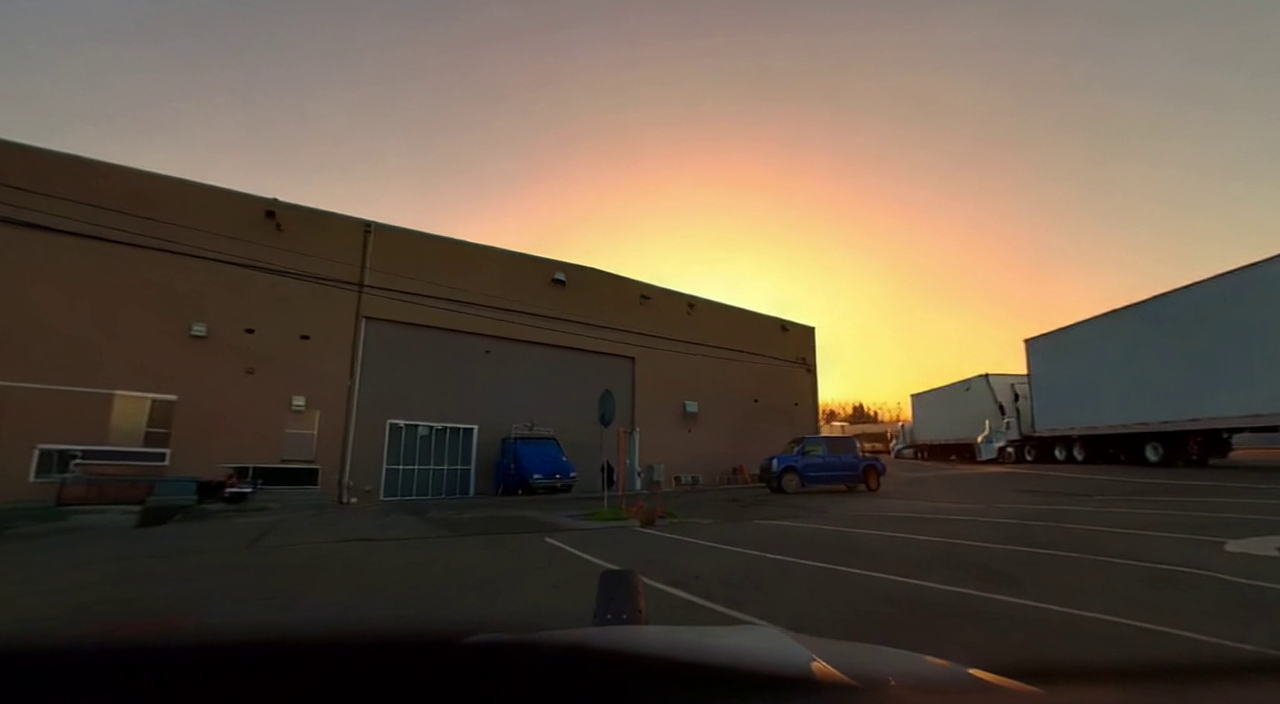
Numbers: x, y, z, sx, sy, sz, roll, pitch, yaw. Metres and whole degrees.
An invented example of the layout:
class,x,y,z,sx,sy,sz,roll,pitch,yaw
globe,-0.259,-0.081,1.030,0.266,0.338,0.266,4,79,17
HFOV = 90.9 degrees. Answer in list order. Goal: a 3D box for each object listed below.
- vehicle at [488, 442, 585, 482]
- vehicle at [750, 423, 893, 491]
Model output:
class,x,y,z,sx,sy,sz,roll,pitch,yaw
vehicle,-5.990,6.309,36.458,5.207,2.103,1.997,3,-9,-20
vehicle,8.710,5.070,30.363,6.271,3.004,2.298,4,-11,-19
